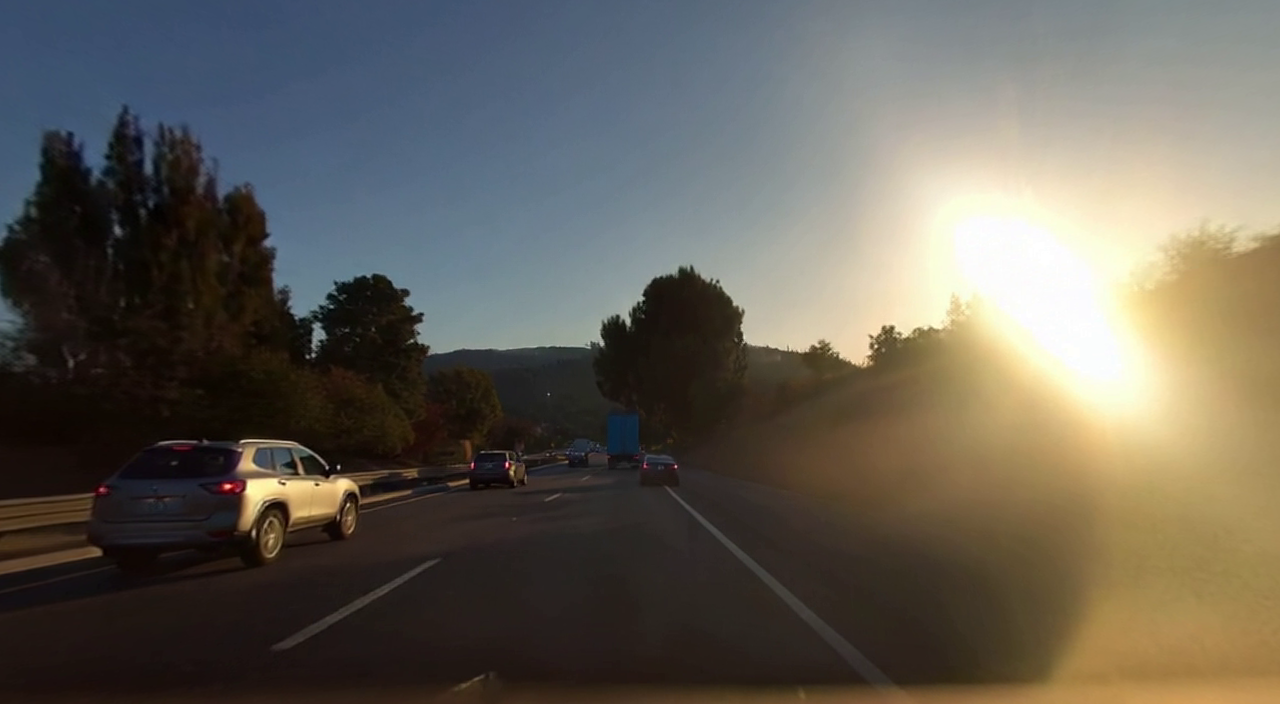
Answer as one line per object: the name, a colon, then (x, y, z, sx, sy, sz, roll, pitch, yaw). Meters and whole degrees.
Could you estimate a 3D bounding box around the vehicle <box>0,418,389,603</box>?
vehicle: (-5.051, 1.778, 7.886, 2.100, 1.671, 4.105, 0, -9, -1)

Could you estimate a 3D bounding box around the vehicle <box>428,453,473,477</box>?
vehicle: (-14.144, 8.405, 46.994, 2.014, 1.643, 4.585, 0, -9, -1)

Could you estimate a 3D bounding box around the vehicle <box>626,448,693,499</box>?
vehicle: (0.542, 3.962, 20.832, 2.026, 1.489, 4.045, 0, -9, -1)

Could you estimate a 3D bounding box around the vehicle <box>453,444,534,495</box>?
vehicle: (-5.258, 4.257, 23.071, 2.035, 1.664, 4.064, 0, -9, 0)

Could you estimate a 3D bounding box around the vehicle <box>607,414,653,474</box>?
vehicle: (-0.850, 7.087, 48.059, 3.113, 4.066, 10.786, 0, -9, -2)
